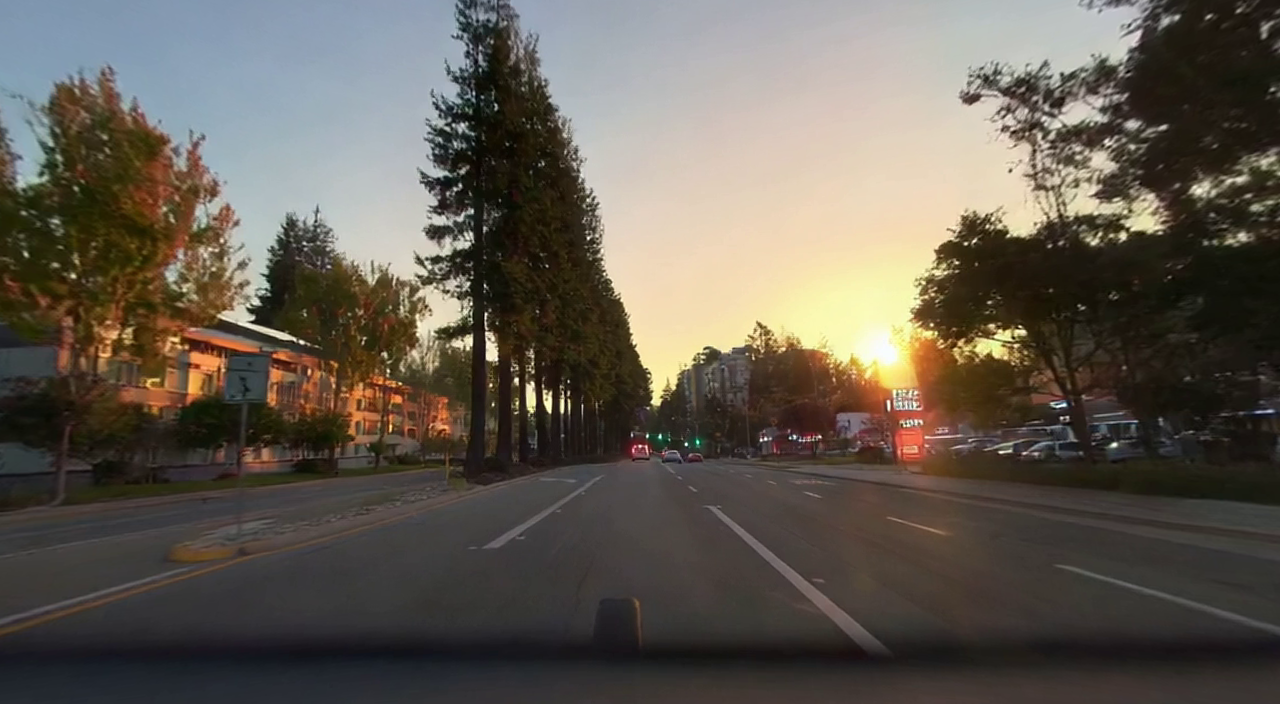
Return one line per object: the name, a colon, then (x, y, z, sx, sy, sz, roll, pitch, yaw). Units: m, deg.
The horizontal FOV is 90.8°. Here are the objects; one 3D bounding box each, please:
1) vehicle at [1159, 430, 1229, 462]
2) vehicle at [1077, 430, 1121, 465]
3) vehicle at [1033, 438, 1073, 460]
vehicle: (38.040, 6.464, 43.548, 2.049, 2.036, 5.107, -3, -9, 23)
vehicle: (32.077, 6.668, 44.168, 2.229, 2.281, 5.488, -5, -10, 35)
vehicle: (32.160, 7.541, 49.316, 2.133, 1.584, 4.842, -4, -9, 28)
